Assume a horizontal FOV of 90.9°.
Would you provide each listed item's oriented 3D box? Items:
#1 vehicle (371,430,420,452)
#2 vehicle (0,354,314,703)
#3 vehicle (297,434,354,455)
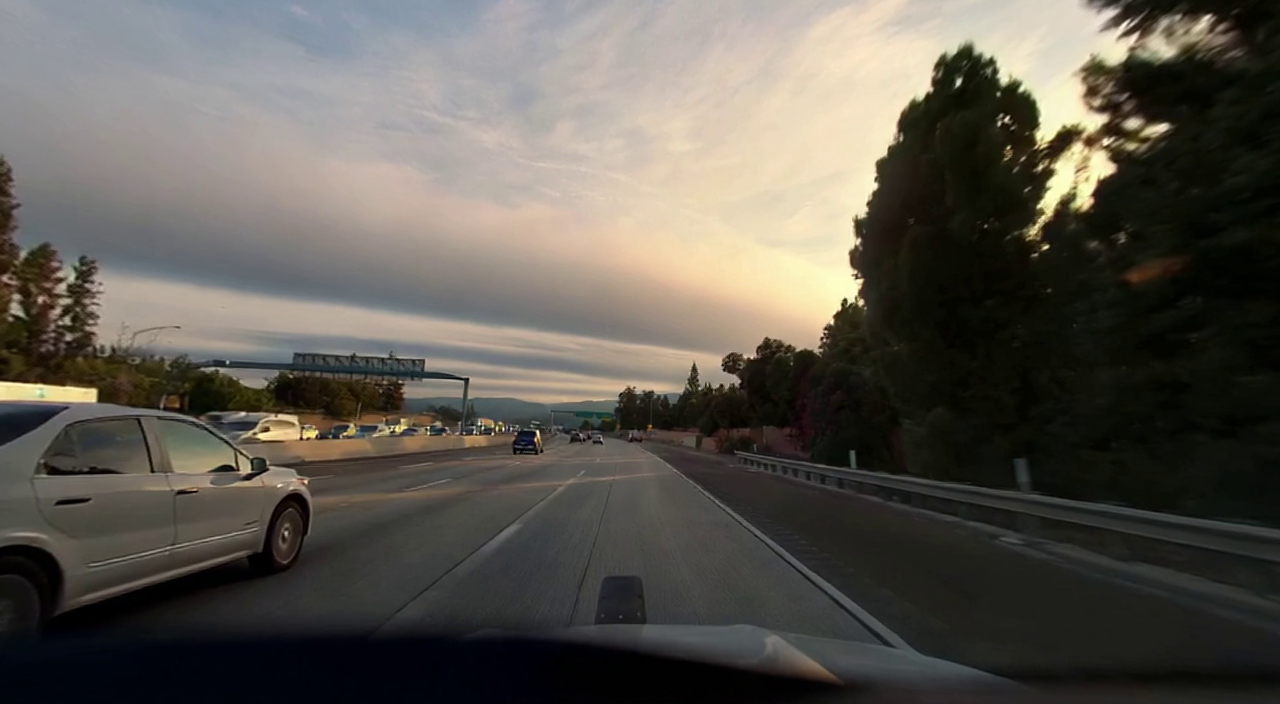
[{"bbox_3d":[-18.570,6.785,48.118,2.027,1.647,4.378,0,-8,-1],"label":"vehicle"},{"bbox_3d":[-3.946,0.903,3.294,2.187,1.639,4.318,0,-8,-1],"label":"vehicle"},{"bbox_3d":[-22.759,6.692,45.809,1.892,1.452,4.433,0,-8,-1],"label":"vehicle"}]
